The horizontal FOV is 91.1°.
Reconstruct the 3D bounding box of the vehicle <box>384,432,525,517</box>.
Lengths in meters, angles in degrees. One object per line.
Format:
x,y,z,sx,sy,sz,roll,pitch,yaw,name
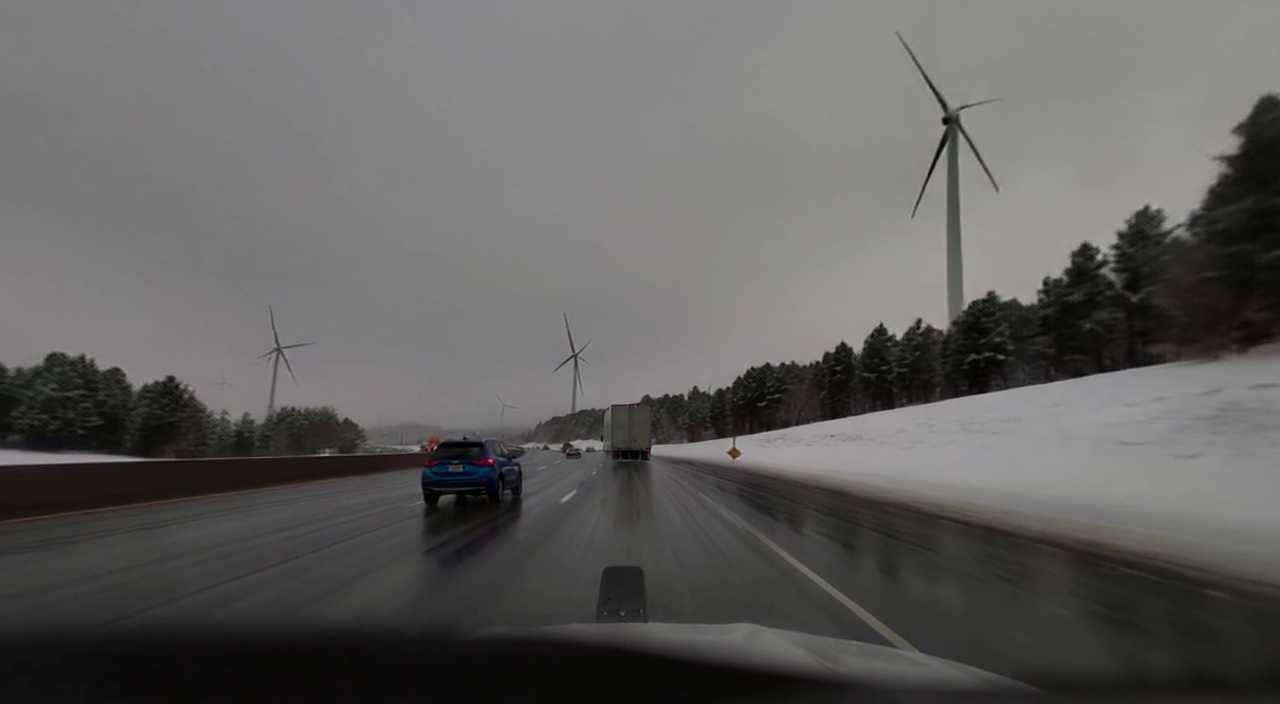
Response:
-4.054,2.719,14.487,2.109,1.684,3.783,0,-8,-1,vehicle
